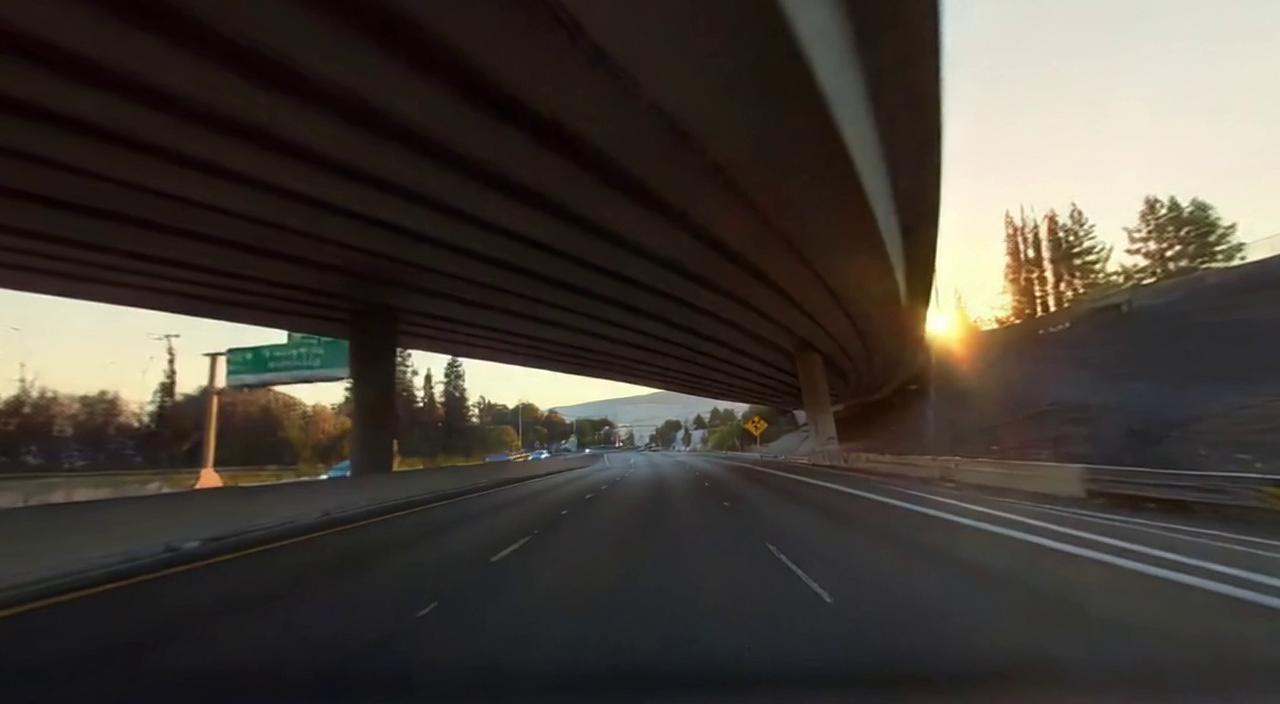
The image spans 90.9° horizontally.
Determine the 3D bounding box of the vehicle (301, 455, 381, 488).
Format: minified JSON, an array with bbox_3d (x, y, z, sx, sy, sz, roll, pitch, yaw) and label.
[{"bbox_3d":[-15.594,6.252,33.204,1.798,1.496,4.559,-1,-8,3],"label":"vehicle"}]
